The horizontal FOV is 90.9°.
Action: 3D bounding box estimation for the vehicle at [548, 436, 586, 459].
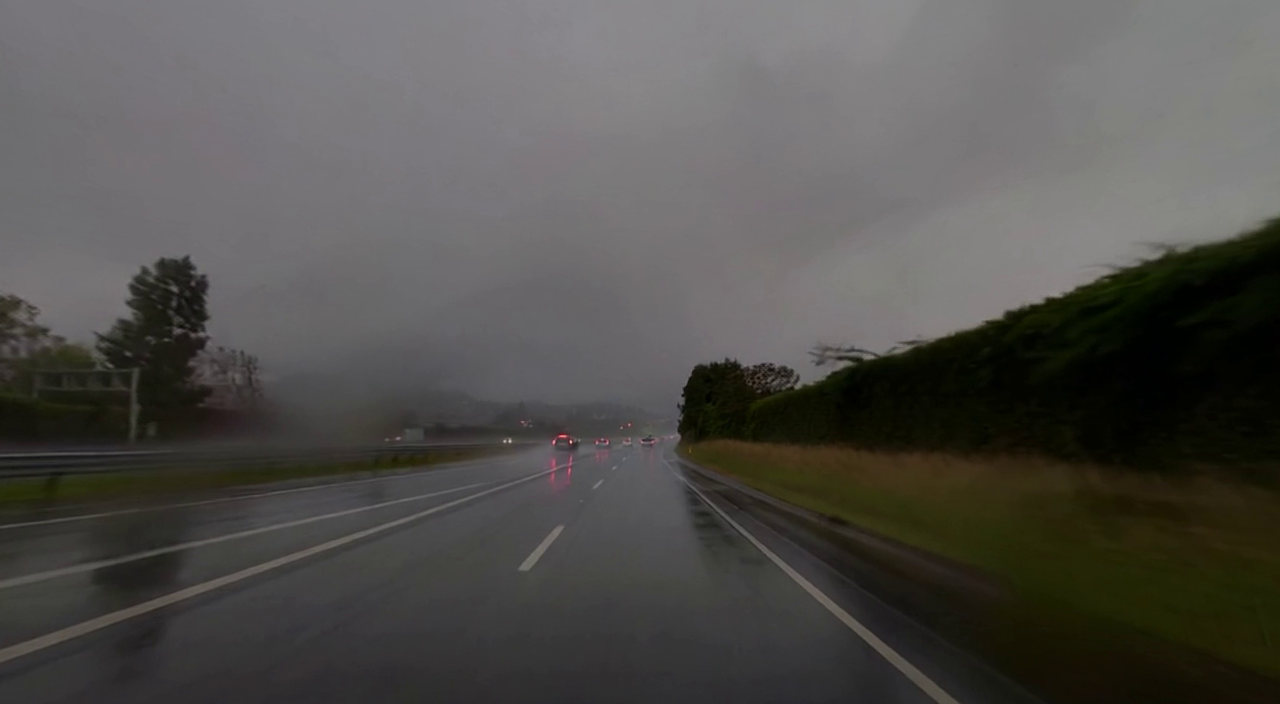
[{"bbox_3d":[-5.356,7.059,46.777,2.141,1.612,3.998,0,-8,3],"label":"vehicle"}]
